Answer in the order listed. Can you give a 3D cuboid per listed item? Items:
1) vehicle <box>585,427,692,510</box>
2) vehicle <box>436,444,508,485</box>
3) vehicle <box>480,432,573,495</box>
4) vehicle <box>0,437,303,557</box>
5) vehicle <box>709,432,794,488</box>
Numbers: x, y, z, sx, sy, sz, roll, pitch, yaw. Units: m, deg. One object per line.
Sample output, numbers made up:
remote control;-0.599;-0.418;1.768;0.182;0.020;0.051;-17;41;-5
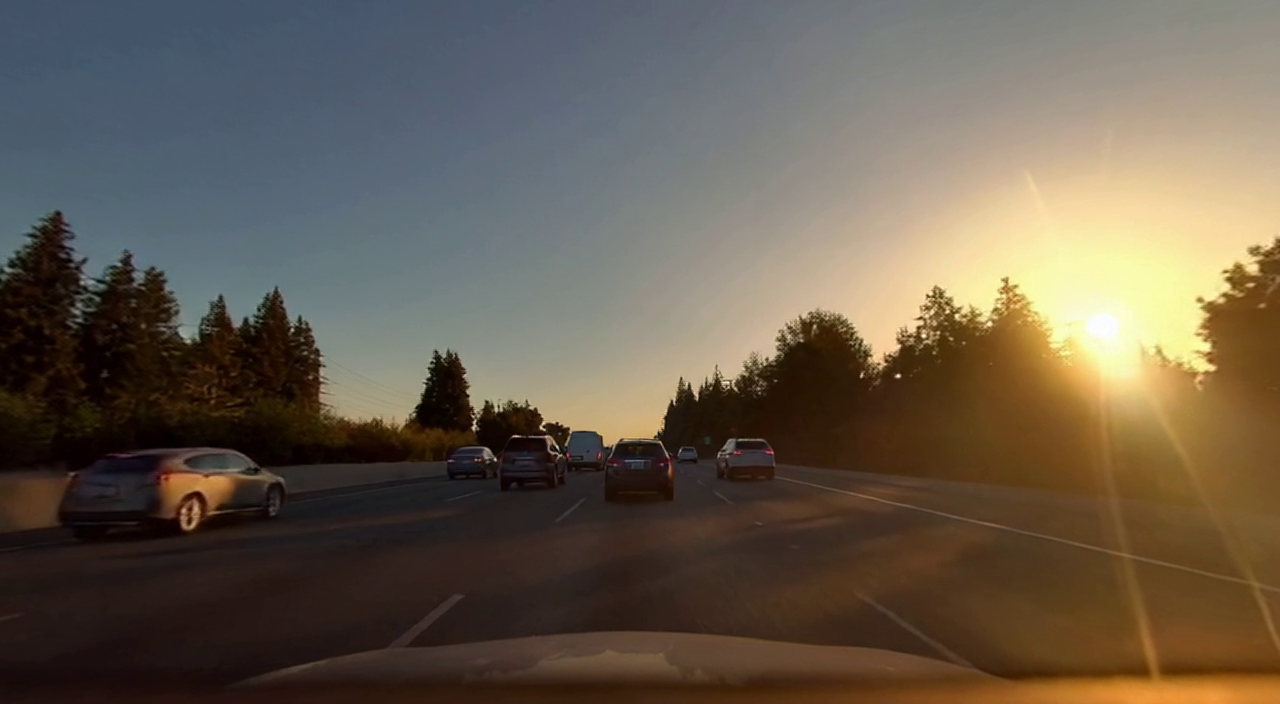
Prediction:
vehicle;-0.004;2.753;15.324;2.223;1.722;4.177;0;-8;1
vehicle;-7.163;4.807;27.286;1.931;1.617;4.060;0;-8;0
vehicle;-3.517;3.550;20.449;2.142;1.808;4.266;0;-8;1
vehicle;-7.737;2.186;10.322;1.927;1.514;4.474;0;-8;0
vehicle;3.982;3.979;23.571;2.175;1.830;5.173;0;-8;-1
